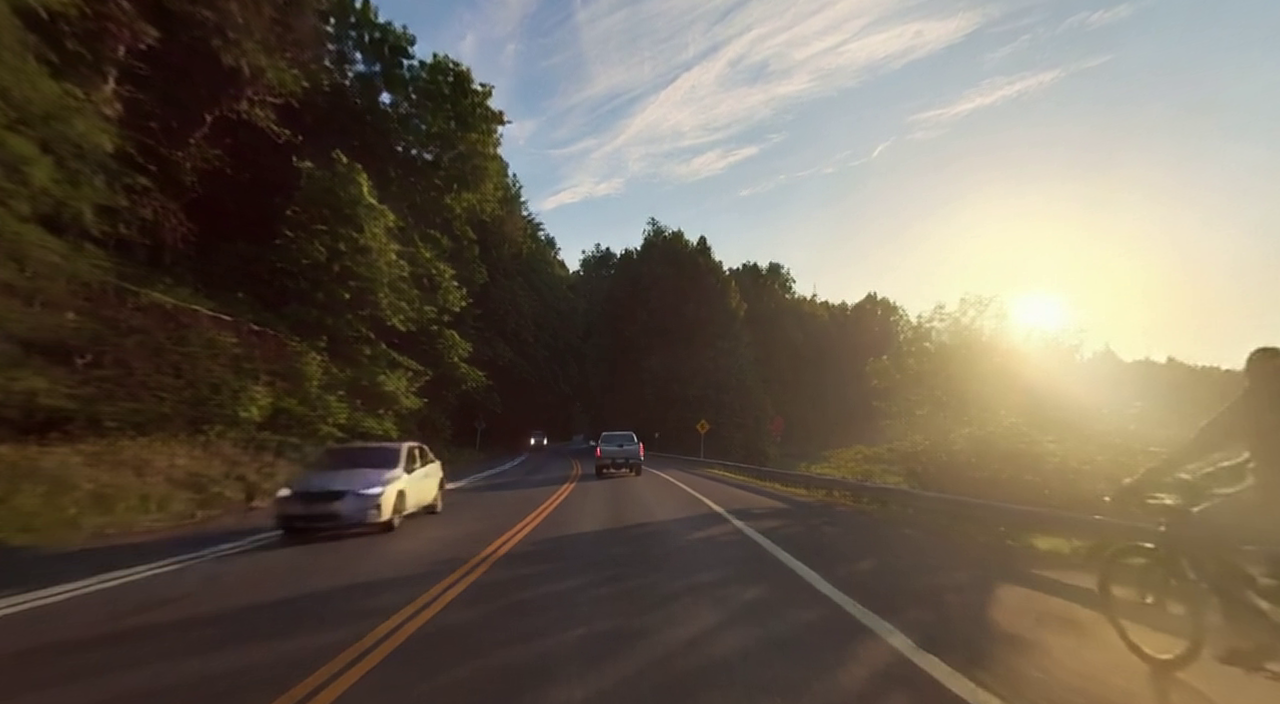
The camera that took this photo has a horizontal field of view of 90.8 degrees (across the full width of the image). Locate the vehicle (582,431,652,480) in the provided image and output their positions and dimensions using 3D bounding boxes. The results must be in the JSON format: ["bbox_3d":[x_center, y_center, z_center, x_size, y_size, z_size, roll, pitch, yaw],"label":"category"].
[{"bbox_3d":[-1.031,4.250,26.287,2.631,1.798,5.331,0,-8,-4],"label":"vehicle"}]

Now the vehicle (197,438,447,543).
[{"bbox_3d":[-5.203,2.299,11.239,2.198,1.459,4.398,0,-8,-1],"label":"vehicle"}]
